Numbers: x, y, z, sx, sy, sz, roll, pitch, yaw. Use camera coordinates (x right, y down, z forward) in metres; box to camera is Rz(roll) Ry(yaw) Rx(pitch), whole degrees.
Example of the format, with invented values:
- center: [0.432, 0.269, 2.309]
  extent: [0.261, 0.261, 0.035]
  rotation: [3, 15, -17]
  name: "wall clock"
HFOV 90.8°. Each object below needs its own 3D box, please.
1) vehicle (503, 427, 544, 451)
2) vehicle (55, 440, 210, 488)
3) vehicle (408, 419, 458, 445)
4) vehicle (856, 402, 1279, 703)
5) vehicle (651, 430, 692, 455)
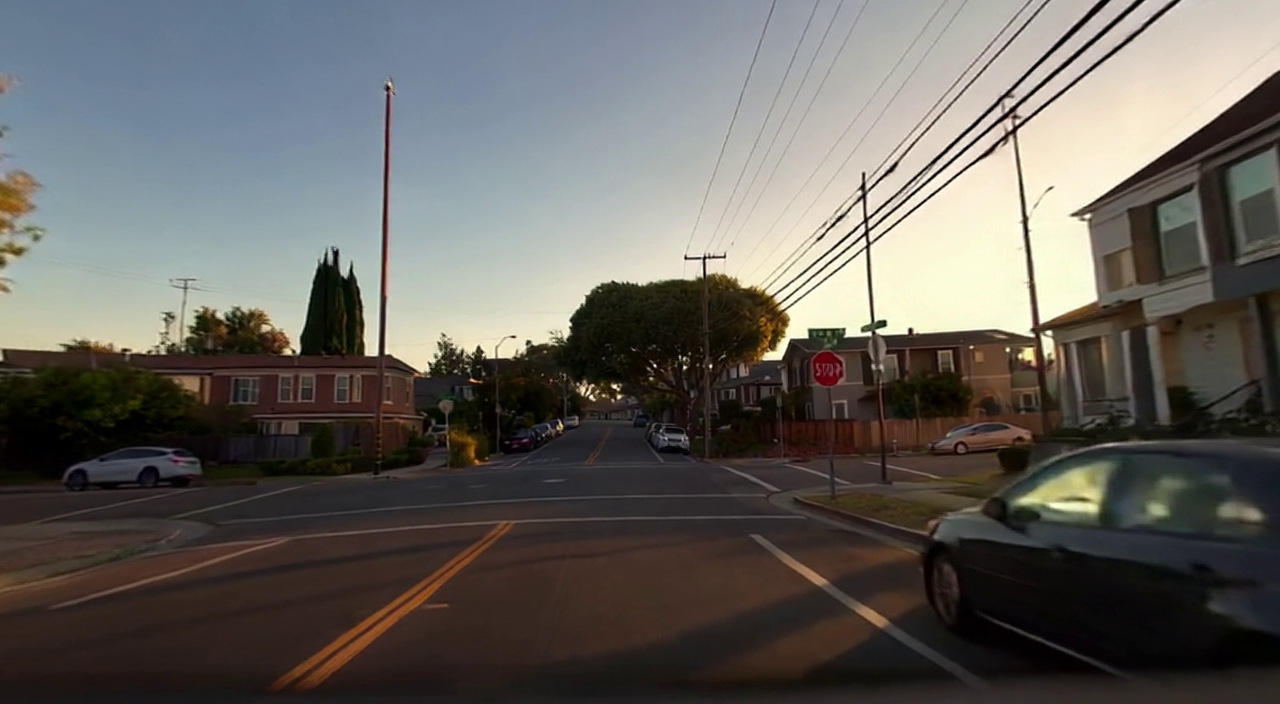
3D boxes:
- center: [-8.117, 6.152, 44.389]
  extent: [2.065, 1.553, 4.636]
  rotation: [0, -8, 0]
  name: "vehicle"
- center: [-19.612, 4.323, 24.626]
  extent: [4.181, 1.742, 1.945]
  rotation: [1, -9, -10]
  name: "vehicle"
- center: [-14.129, 5.564, 43.402]
  extent: [1.992, 1.678, 4.658]
  rotation: [0, -8, -2]
  name: "vehicle"
- center: [3.048, 1.064, 3.150]
  extent: [2.038, 1.473, 4.842]
  rotation: [0, -8, -3]
  name: "vehicle"
- center: [1.929, 5.783, 40.175]
  extent: [2.120, 1.487, 4.360]
  rotation: [0, -8, -4]
  name: "vehicle"
